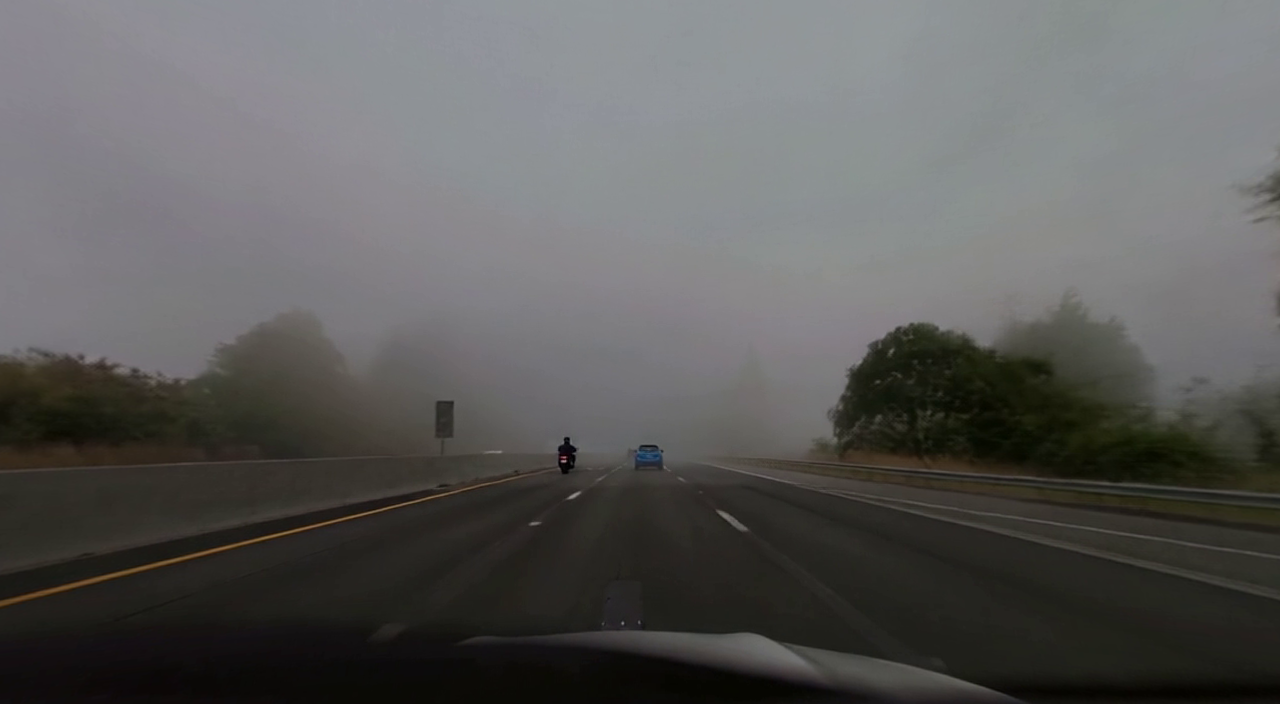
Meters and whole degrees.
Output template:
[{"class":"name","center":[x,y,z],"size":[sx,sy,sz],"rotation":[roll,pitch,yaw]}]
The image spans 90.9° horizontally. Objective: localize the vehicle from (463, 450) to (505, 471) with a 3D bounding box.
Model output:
[{"class":"vehicle","center":[-11.863,8.252,48.150],"size":[2.009,1.464,4.489],"rotation":[0,-9,1]}]

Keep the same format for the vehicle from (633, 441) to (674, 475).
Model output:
[{"class":"vehicle","center":[0.753,6.105,36.534],"size":[2.247,1.825,4.036],"rotation":[0,-9,0]}]
